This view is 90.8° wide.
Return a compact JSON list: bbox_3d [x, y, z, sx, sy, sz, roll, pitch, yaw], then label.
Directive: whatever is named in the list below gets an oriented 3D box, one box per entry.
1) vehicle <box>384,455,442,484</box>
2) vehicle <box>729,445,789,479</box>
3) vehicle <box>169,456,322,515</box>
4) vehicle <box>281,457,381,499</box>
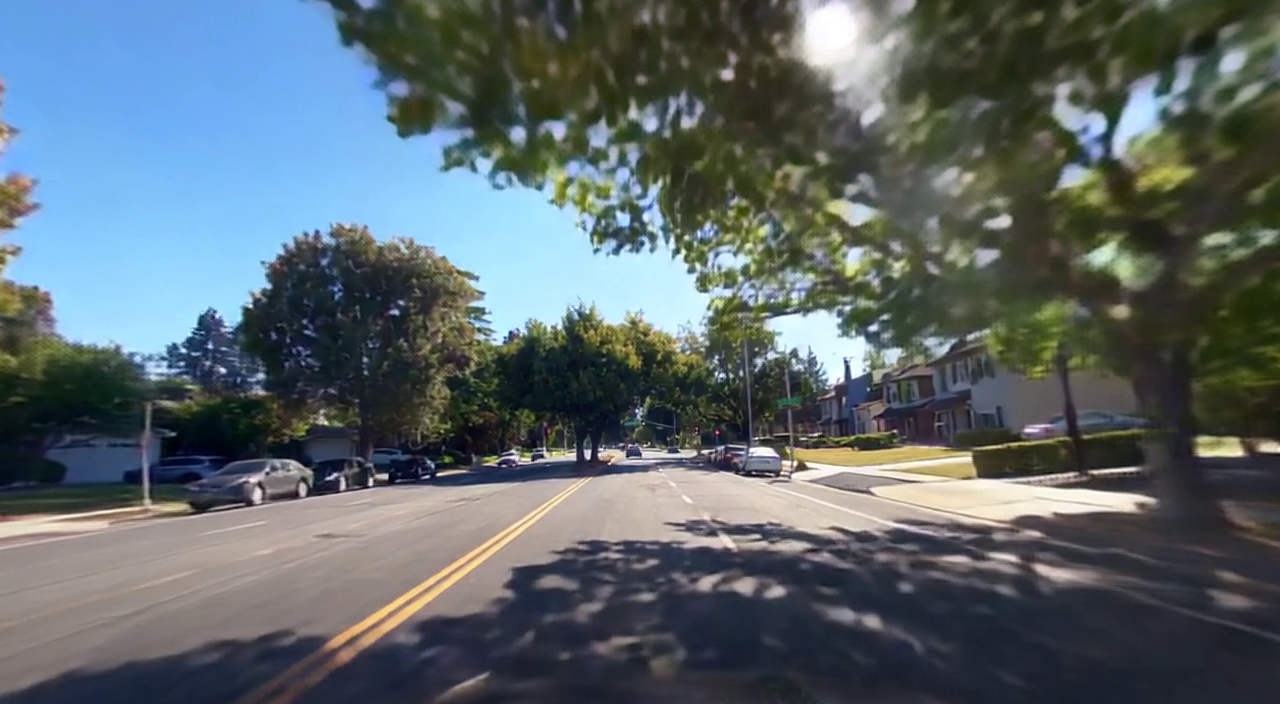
[{"bbox_3d":[-12.843,6.663,36.042,1.812,1.454,4.351,0,-9,-1],"label":"vehicle"},{"bbox_3d":[5.584,5.186,30.114,1.875,1.466,4.355,0,-9,-2],"label":"vehicle"},{"bbox_3d":[-12.742,4.310,20.869,2.078,1.618,4.650,0,-9,-1],"label":"vehicle"},{"bbox_3d":[-12.769,5.207,26.482,1.817,1.485,4.687,0,-9,0],"label":"vehicle"}]
